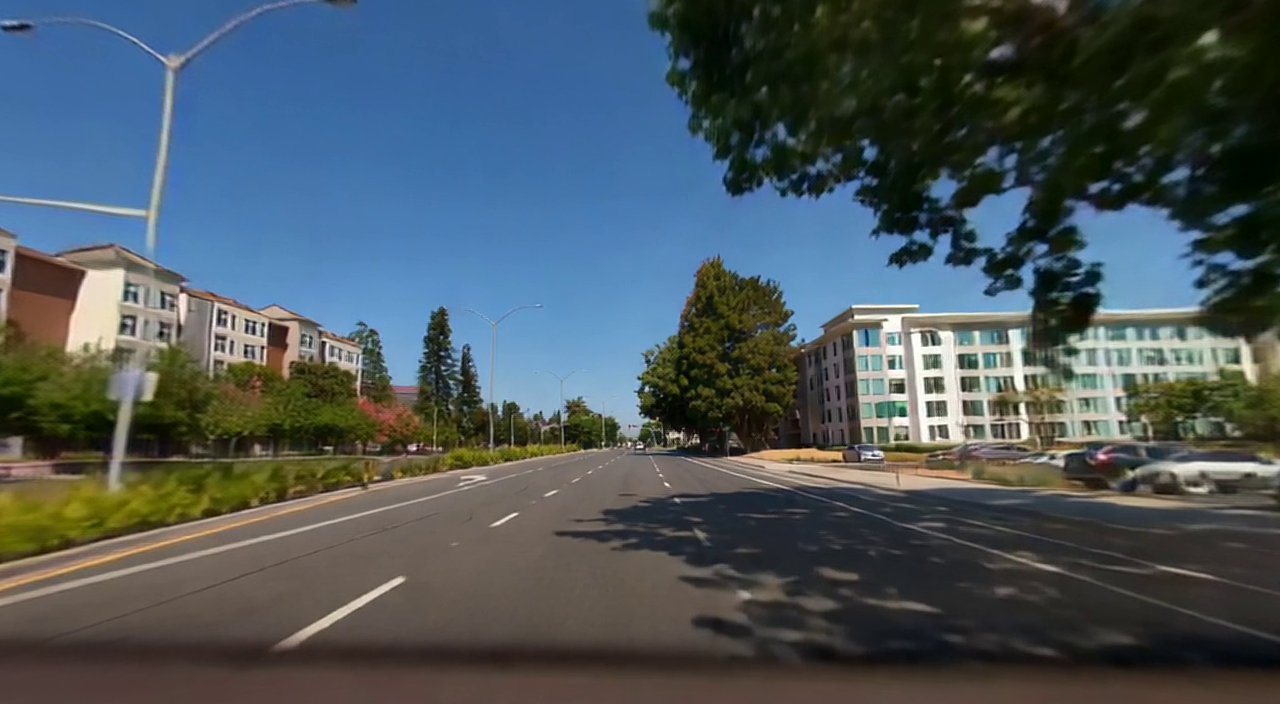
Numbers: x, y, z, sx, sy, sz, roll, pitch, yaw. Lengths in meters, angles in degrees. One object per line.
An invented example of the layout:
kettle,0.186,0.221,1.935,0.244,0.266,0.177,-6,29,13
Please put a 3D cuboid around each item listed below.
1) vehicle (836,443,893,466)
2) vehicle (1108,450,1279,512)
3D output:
vehicle,15.269,7.014,43.131,1.931,1.475,4.671,0,-9,-3
vehicle,14.803,3.223,15.954,4.227,1.434,2.031,0,-9,0
